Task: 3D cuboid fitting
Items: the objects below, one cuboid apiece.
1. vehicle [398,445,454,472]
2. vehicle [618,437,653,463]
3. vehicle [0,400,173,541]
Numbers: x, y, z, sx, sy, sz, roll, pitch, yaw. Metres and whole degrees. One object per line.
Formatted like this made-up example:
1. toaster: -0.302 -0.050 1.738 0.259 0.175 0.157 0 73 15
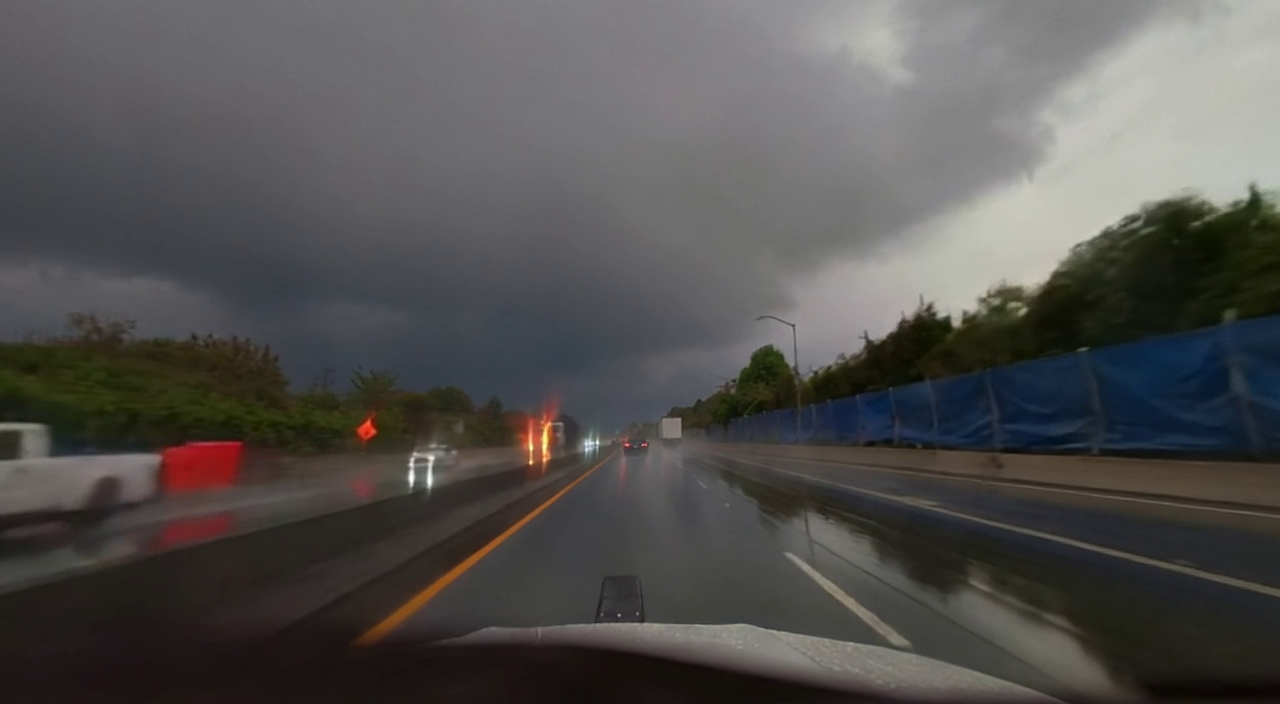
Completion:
1. vehicle: -12.879 6.407 38.042 1.877 1.490 4.134 -1 -8 1
2. vehicle: -0.301 5.970 38.500 2.004 1.472 4.075 0 -8 -2
3. vehicle: -12.772 2.306 12.385 2.354 2.530 6.137 -1 -8 0
